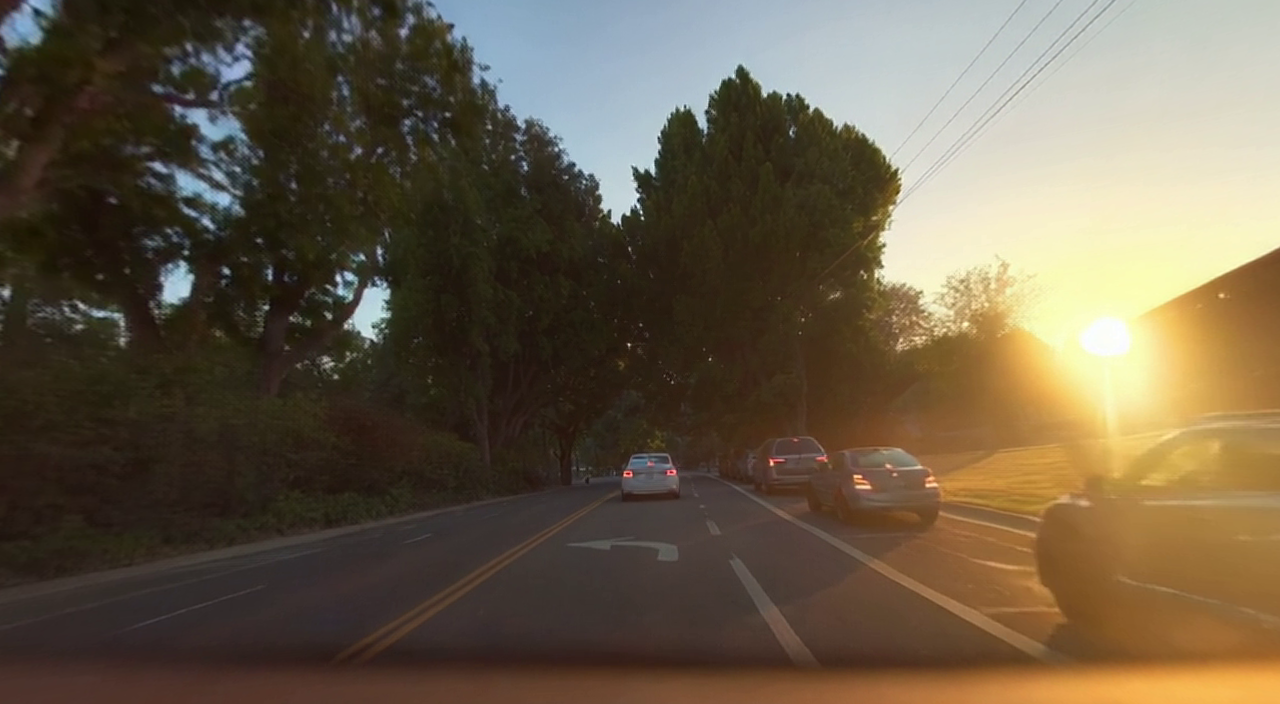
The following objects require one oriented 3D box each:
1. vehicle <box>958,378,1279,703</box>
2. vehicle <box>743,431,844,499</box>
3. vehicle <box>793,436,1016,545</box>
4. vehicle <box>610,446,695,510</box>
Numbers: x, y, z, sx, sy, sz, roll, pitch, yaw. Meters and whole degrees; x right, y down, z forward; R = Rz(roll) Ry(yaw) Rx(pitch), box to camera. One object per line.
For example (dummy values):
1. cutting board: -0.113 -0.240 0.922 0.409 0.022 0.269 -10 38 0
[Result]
1. vehicle: 3.877 1.013 3.334 1.957 1.629 4.609 0 -8 0
2. vehicle: 4.516 3.395 19.354 2.066 1.804 4.751 0 -8 2
3. vehicle: 4.238 2.269 11.153 1.992 1.469 4.823 0 -8 2
4. vehicle: 0.381 3.396 17.498 2.078 1.521 4.058 0 -8 2
